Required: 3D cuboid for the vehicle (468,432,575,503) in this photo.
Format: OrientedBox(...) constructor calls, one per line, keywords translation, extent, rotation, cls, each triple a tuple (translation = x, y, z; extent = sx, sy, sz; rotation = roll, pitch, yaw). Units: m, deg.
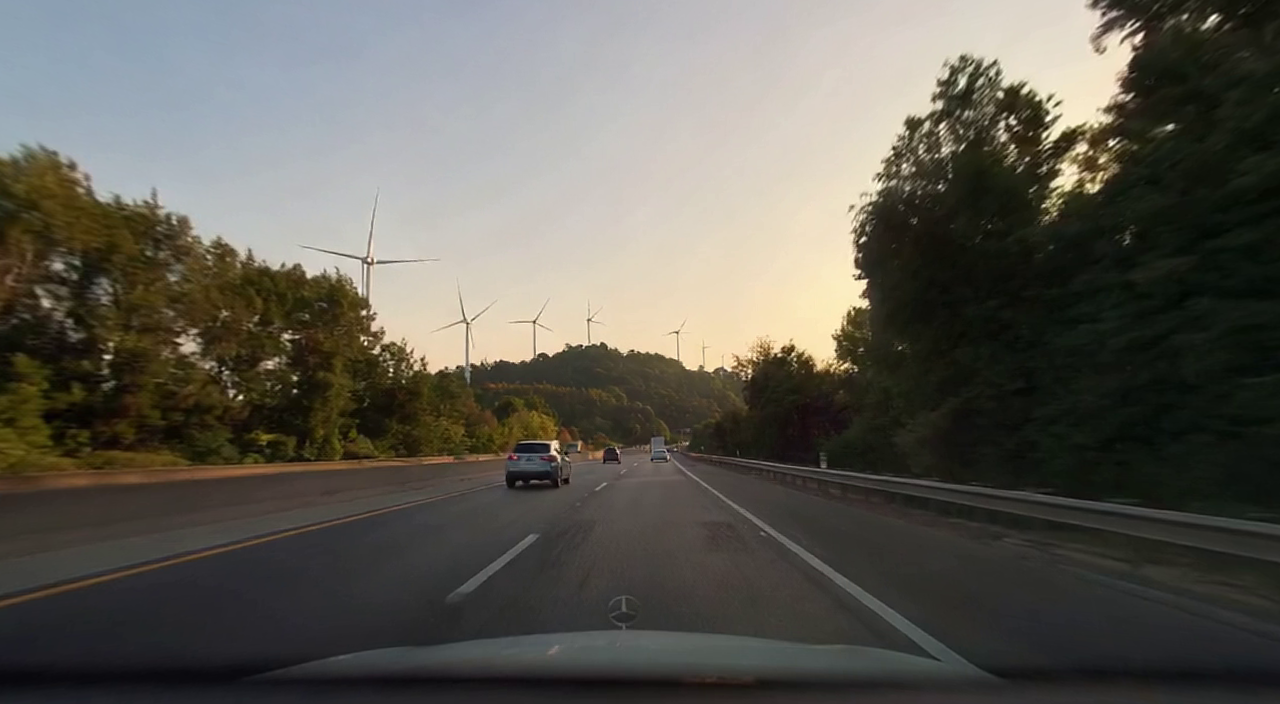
OrientedBox(translation=(-3.114, 3.160, 17.531), extent=(2.038, 1.723, 4.150), rotation=(-1, -9, 2), cls="vehicle")
